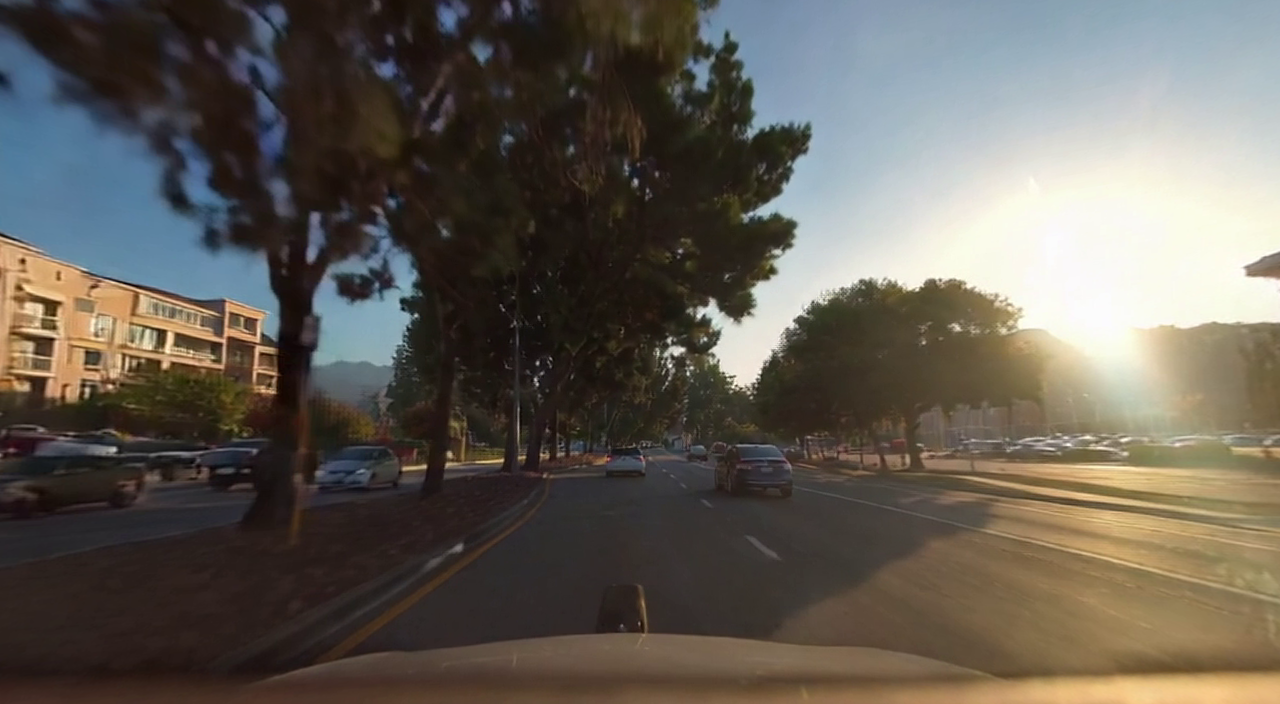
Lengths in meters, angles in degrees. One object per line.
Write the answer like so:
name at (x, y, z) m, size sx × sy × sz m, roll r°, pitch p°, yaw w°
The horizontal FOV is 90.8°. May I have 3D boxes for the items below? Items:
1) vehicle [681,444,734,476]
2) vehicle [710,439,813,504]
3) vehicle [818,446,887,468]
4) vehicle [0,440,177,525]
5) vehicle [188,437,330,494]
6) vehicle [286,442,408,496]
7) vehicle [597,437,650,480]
vehicle at (3.306, 5.374, 31.730) m, size 2.098 × 1.456 × 4.372 m, roll 0°, pitch -9°, yaw -1°
vehicle at (3.033, 3.066, 16.569) m, size 1.852 × 1.498 × 3.825 m, roll 0°, pitch -9°, yaw -1°
vehicle at (16.463, 8.101, 48.993) m, size 4.517 × 1.491 × 2.056 m, roll -1°, pitch -9°, yaw -7°
vehicle at (-12.296, 2.595, 13.070) m, size 2.048 × 1.470 × 4.514 m, roll -1°, pitch -8°, yaw -1°
vehicle at (-12.624, 3.754, 21.363) m, size 2.002 × 1.686 × 4.477 m, roll -1°, pitch -8°, yaw 0°
vehicle at (-8.963, 3.595, 19.781) m, size 1.849 × 1.506 × 4.060 m, roll 0°, pitch -9°, yaw 0°
vehicle at (-0.669, 4.512, 26.918) m, size 2.101 × 1.694 × 3.979 m, roll 0°, pitch -9°, yaw 0°
